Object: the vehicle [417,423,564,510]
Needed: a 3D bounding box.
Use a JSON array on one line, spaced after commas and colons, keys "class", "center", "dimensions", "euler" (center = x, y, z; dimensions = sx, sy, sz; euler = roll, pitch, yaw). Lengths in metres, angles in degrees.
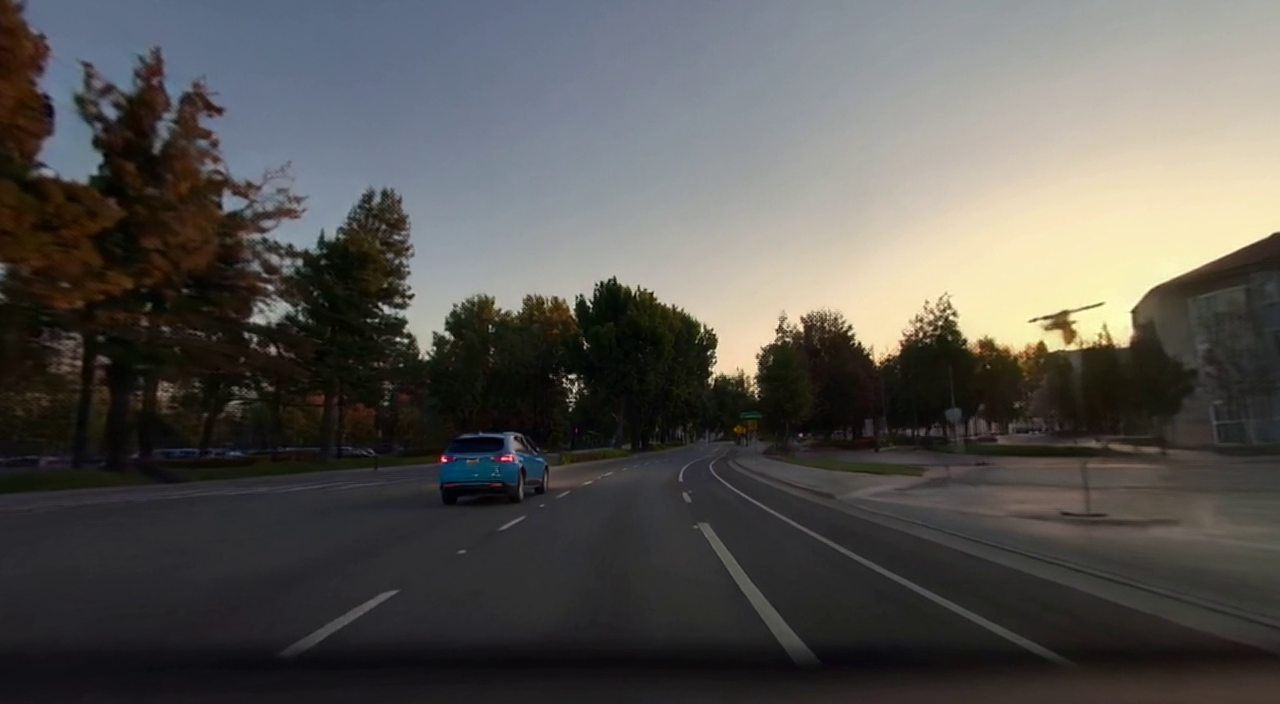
[{"class": "vehicle", "center": [-3.248, 2.607, 14.826], "dimensions": [2.121, 1.724, 4.392], "euler": [0, -9, 3]}]
